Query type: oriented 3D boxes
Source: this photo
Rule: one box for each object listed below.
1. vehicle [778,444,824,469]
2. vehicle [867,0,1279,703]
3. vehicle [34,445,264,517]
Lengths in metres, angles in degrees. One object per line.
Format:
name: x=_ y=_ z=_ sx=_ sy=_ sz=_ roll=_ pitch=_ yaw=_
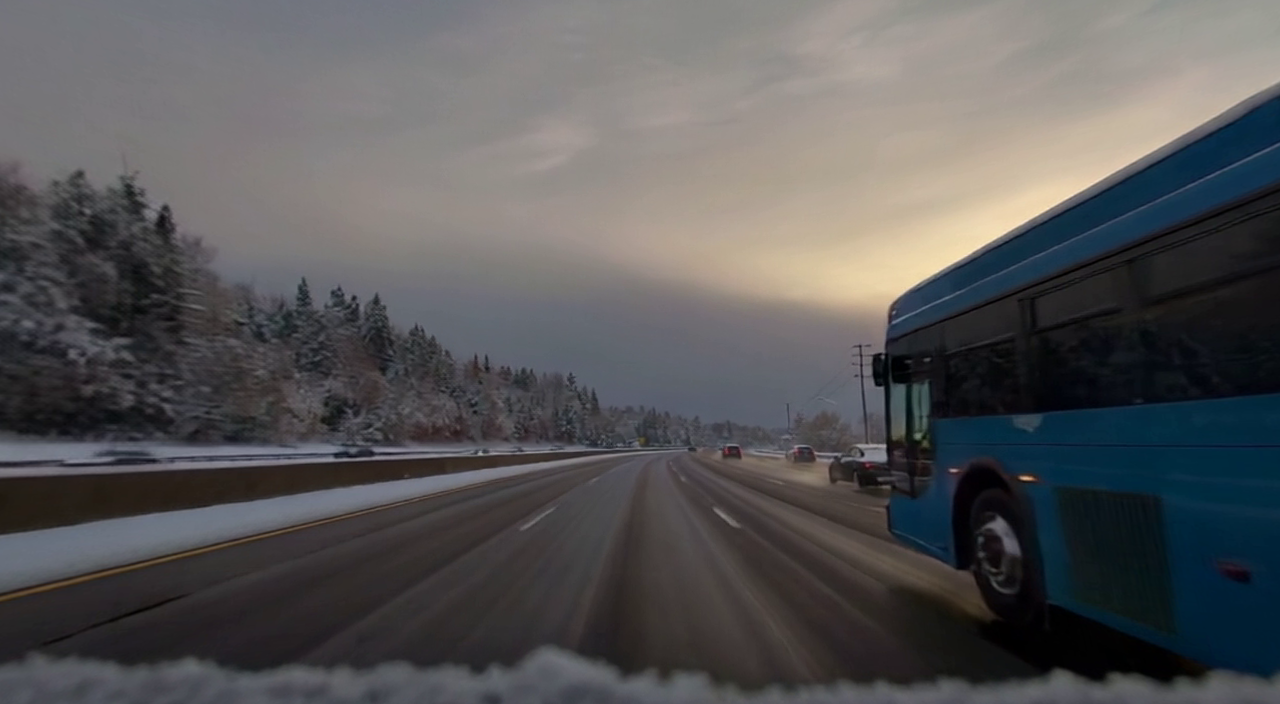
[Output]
vehicle: x=11.568 y=7.529 z=45.789 sx=2.151 sy=1.734 sz=4.519 roll=0 pitch=-9 yaw=1
vehicle: x=4.426 y=-0.340 z=0.541 sx=3.144 sy=3.580 sz=14.591 roll=0 pitch=-9 yaw=0
vehicle: x=-11.162 y=2.921 z=14.889 sx=1.858 sy=1.437 sz=4.376 roll=0 pitch=-9 yaw=1
